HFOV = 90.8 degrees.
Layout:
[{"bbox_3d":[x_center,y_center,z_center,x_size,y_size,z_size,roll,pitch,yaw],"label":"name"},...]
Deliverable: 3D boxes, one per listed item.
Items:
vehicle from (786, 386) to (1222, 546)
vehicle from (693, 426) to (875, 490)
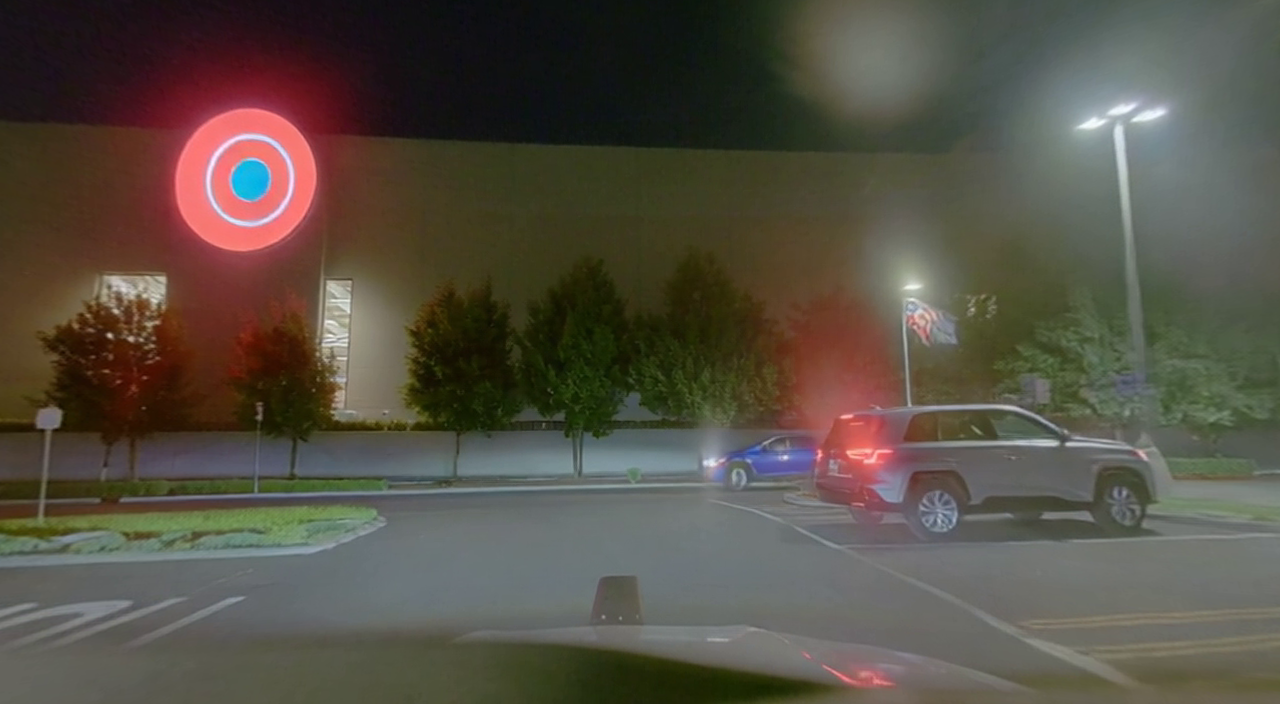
[{"bbox_3d":[4.912,1.577,9.140,4.864,1.916,2.413,1,-8,-7],"label":"vehicle"},{"bbox_3d":[4.296,3.211,19.345,4.957,1.788,2.092,1,-9,-8],"label":"vehicle"}]
